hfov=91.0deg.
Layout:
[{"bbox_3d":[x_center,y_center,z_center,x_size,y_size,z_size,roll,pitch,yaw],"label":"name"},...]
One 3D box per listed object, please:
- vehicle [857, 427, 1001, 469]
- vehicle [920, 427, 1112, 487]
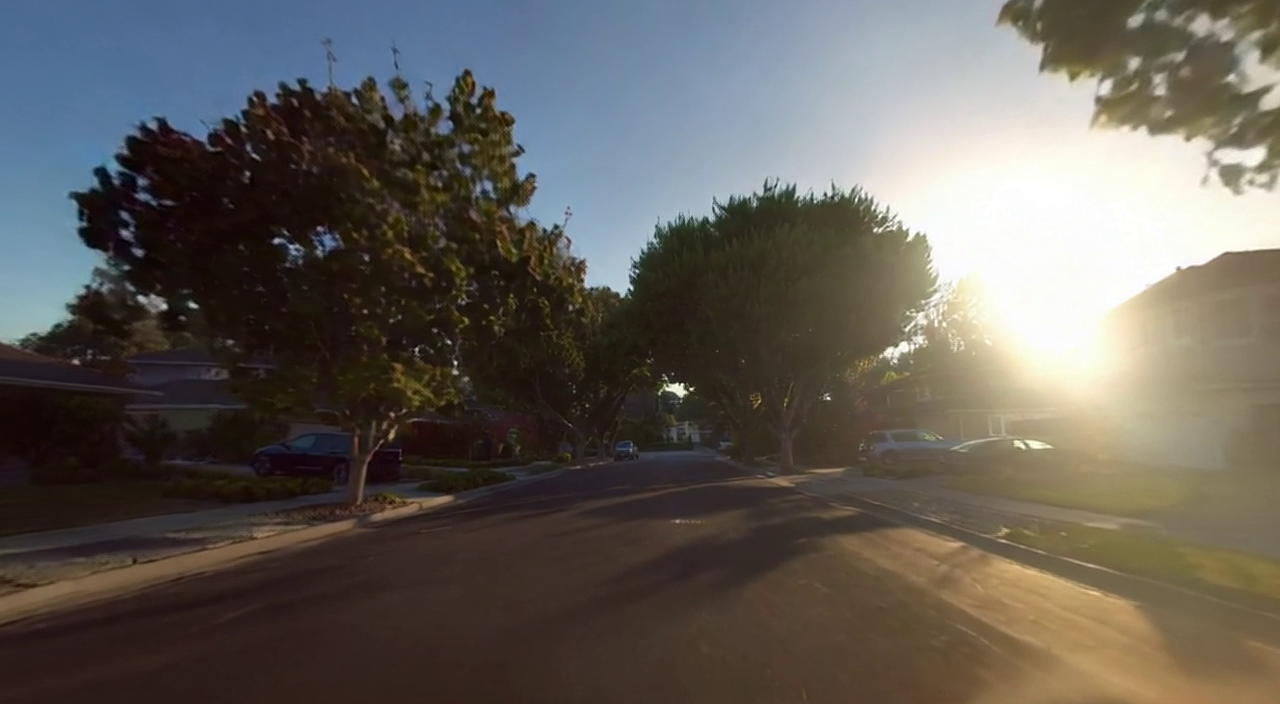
[{"bbox_3d":[13.421,4.504,29.521,5.637,1.890,2.171,-1,-9,3],"label":"vehicle"},{"bbox_3d":[11.670,3.295,19.839,4.710,1.512,1.894,-4,-9,2],"label":"vehicle"}]
